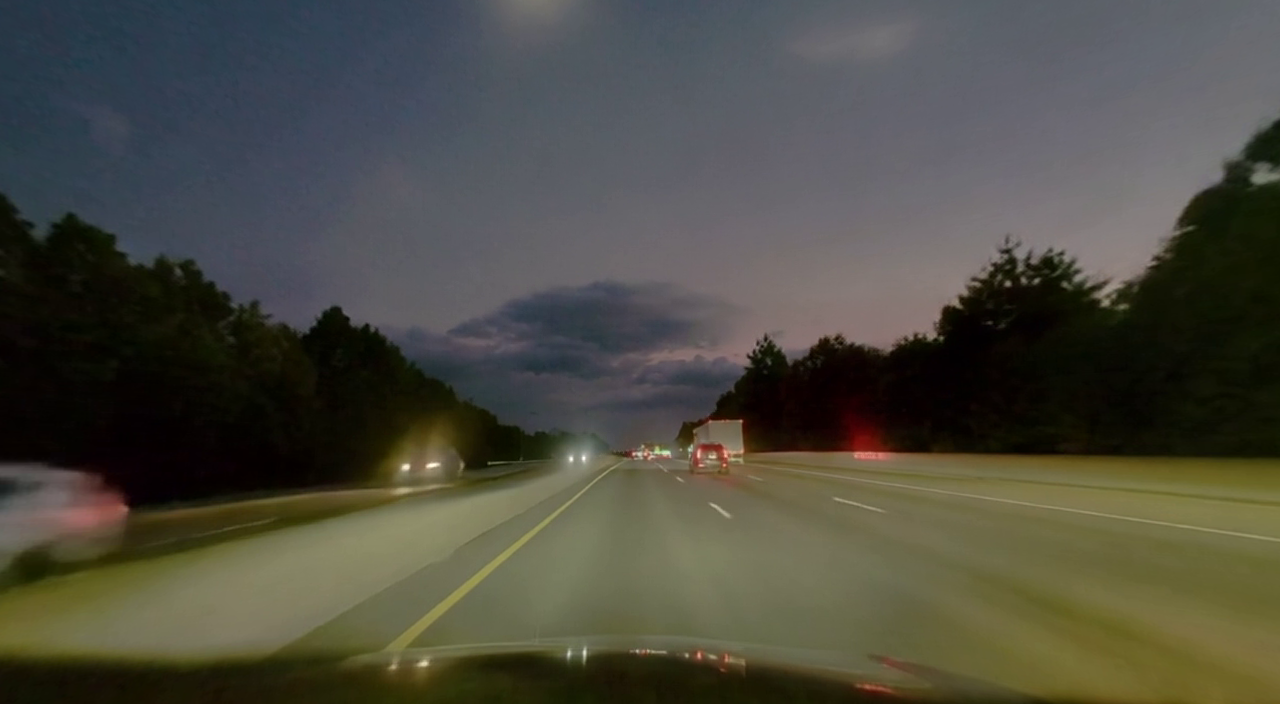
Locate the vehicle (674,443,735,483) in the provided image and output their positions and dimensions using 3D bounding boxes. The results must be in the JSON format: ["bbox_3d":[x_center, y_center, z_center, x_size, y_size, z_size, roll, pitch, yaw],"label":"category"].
[{"bbox_3d":[2.787,4.915,28.176,2.123,1.620,4.959,0,-9,-1],"label":"vehicle"}]
